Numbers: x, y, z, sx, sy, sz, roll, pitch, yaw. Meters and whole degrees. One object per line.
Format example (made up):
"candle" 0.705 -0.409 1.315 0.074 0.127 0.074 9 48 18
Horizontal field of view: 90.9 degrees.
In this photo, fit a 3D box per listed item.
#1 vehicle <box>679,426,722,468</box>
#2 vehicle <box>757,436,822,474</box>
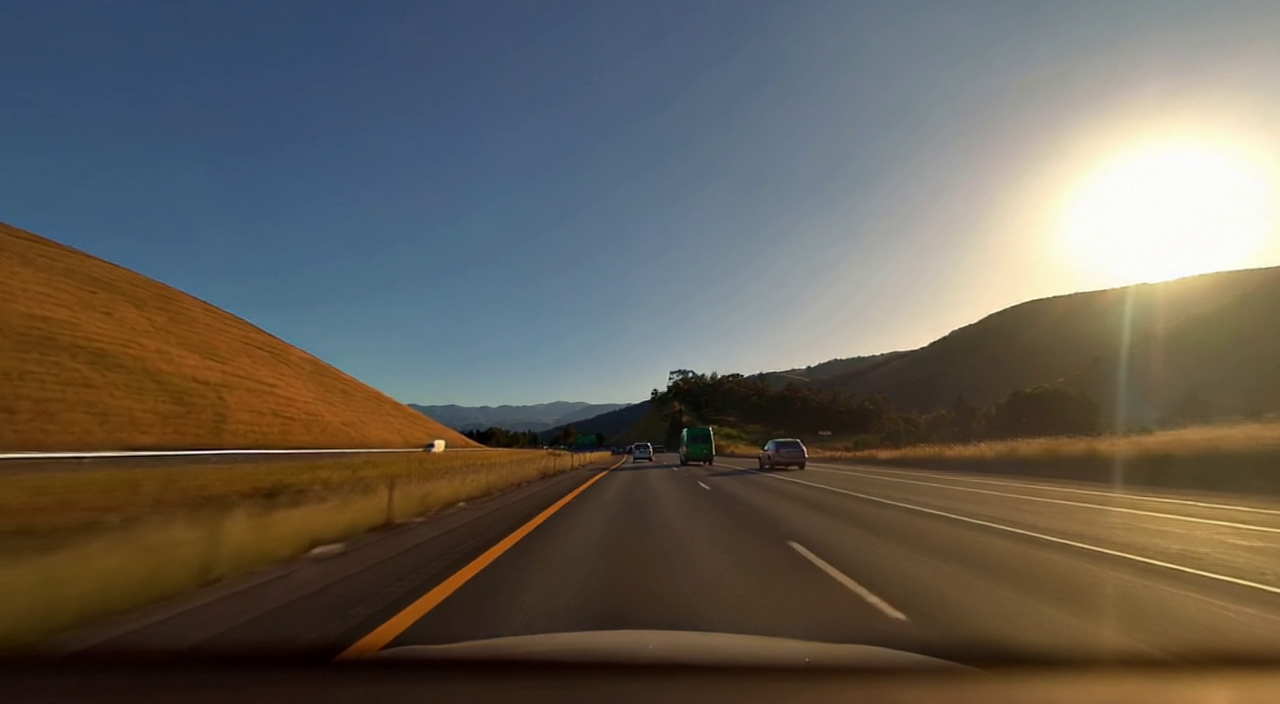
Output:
"vehicle" 4.086 6.552 43.680 2.302 2.670 6.176 0 -8 -1
"vehicle" 8.103 5.617 34.755 2.240 1.925 4.854 0 -8 -2
